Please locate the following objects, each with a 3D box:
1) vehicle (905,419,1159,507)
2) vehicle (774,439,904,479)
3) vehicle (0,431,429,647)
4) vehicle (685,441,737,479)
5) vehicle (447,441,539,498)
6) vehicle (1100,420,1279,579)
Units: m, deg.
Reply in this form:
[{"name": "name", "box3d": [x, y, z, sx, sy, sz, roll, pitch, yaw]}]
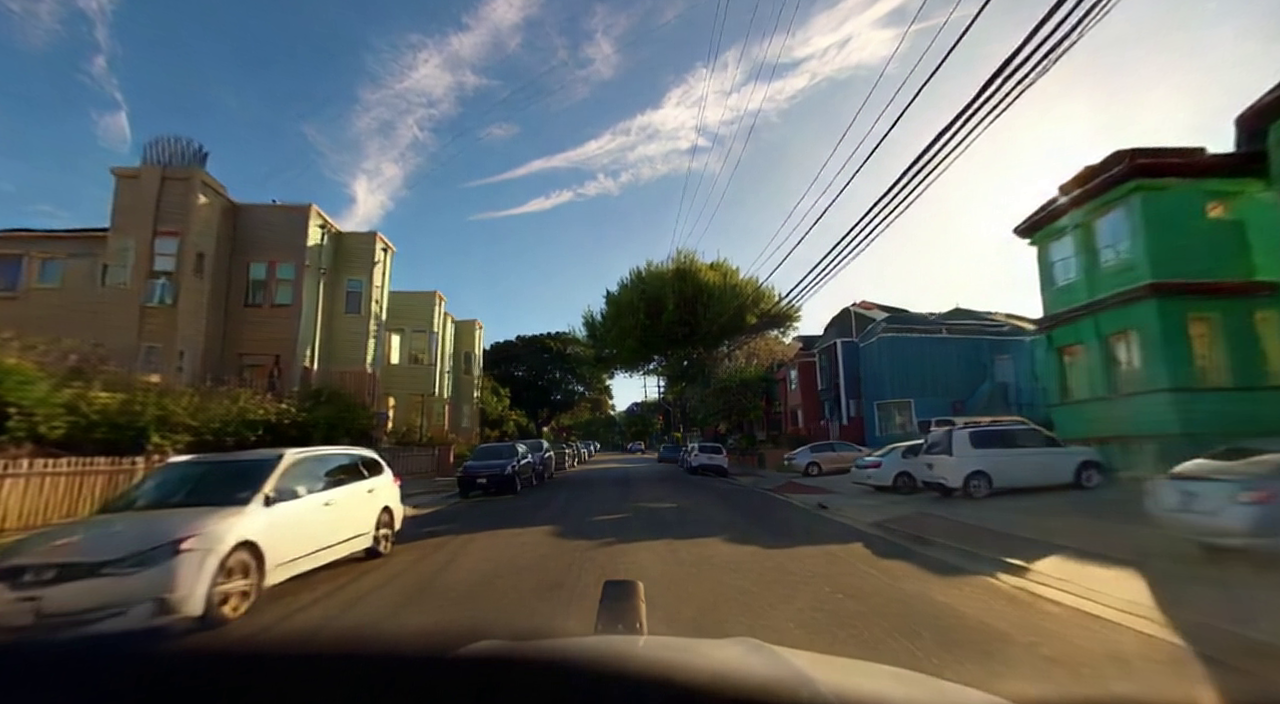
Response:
[{"name": "vehicle", "box3d": [8.764, 2.498, 14.415, 4.512, 1.841, 1.912, 1, -8, -4]}, {"name": "vehicle", "box3d": [7.689, 4.179, 24.757, 4.480, 1.497, 1.884, 0, -8, 1]}, {"name": "vehicle", "box3d": [-4.062, 1.636, 6.748, 1.925, 1.463, 4.700, 0, -8, 1]}, {"name": "vehicle", "box3d": [3.186, 4.933, 29.094, 1.916, 1.587, 3.986, 0, -8, 0]}, {"name": "vehicle", "box3d": [-4.255, 3.453, 19.018, 1.745, 1.490, 4.304, 0, -8, 0]}, {"name": "vehicle", "box3d": [8.203, 1.561, 7.143, 4.594, 1.512, 1.824, 0, -8, -2]}]
